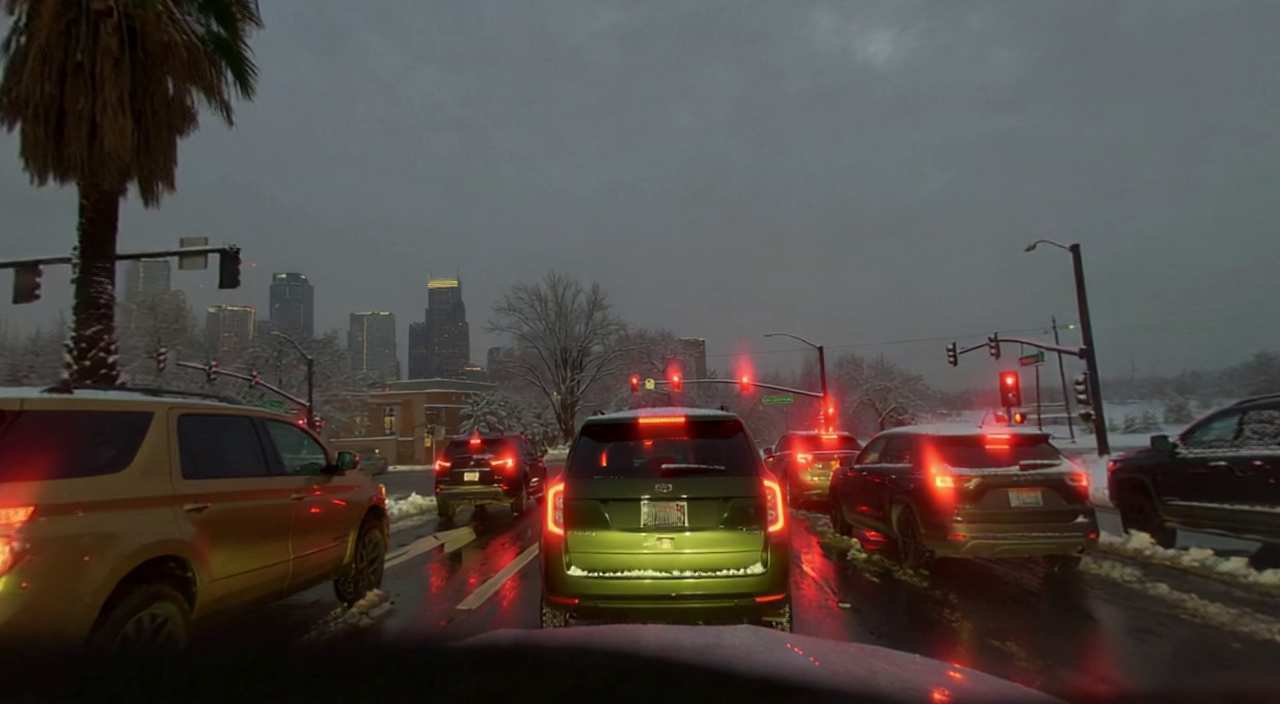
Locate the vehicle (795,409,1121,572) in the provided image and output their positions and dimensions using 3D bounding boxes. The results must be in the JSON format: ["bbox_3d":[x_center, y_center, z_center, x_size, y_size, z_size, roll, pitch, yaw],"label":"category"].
[{"bbox_3d":[4.011,1.853,9.287,2.072,1.704,5.170,0,-9,-1],"label":"vehicle"}]

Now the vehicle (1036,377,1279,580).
[{"bbox_3d":[7.336,1.339,6.851,2.337,1.925,5.728,0,-8,1],"label":"vehicle"}]

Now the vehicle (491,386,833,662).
[{"bbox_3d":[0.171,1.376,6.059,2.123,1.704,4.128,0,-9,1],"label":"vehicle"}]

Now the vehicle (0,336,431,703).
[{"bbox_3d":[-3.154,1.089,3.904,2.171,1.702,4.416,0,-8,0],"label":"vehicle"}]
